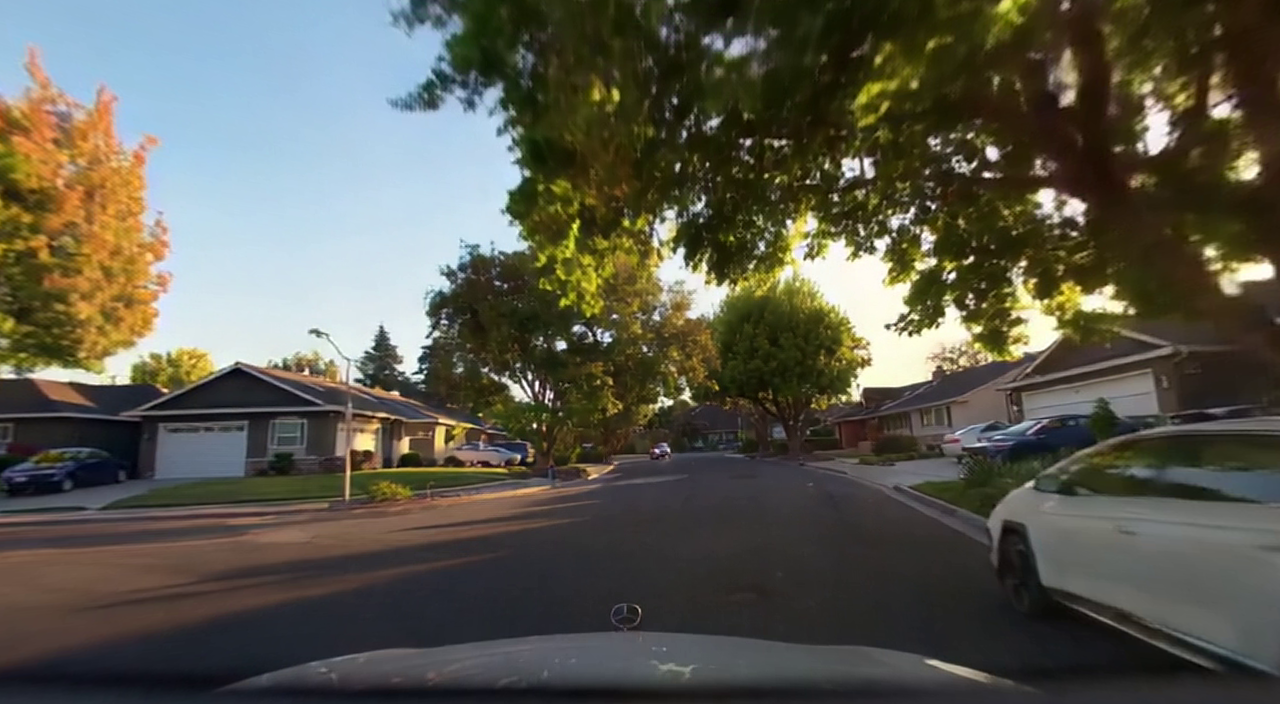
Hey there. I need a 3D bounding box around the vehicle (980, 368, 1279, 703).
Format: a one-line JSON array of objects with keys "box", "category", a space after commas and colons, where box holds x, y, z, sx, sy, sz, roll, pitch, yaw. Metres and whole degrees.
[{"box": [3.819, 1.027, 3.225, 2.053, 1.737, 4.375, -1, -9, 6], "category": "vehicle"}]

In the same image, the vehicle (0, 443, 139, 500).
[{"box": [-20.704, 4.168, 22.471, 2.021, 1.798, 4.491, 0, -9, -1], "category": "vehicle"}]
